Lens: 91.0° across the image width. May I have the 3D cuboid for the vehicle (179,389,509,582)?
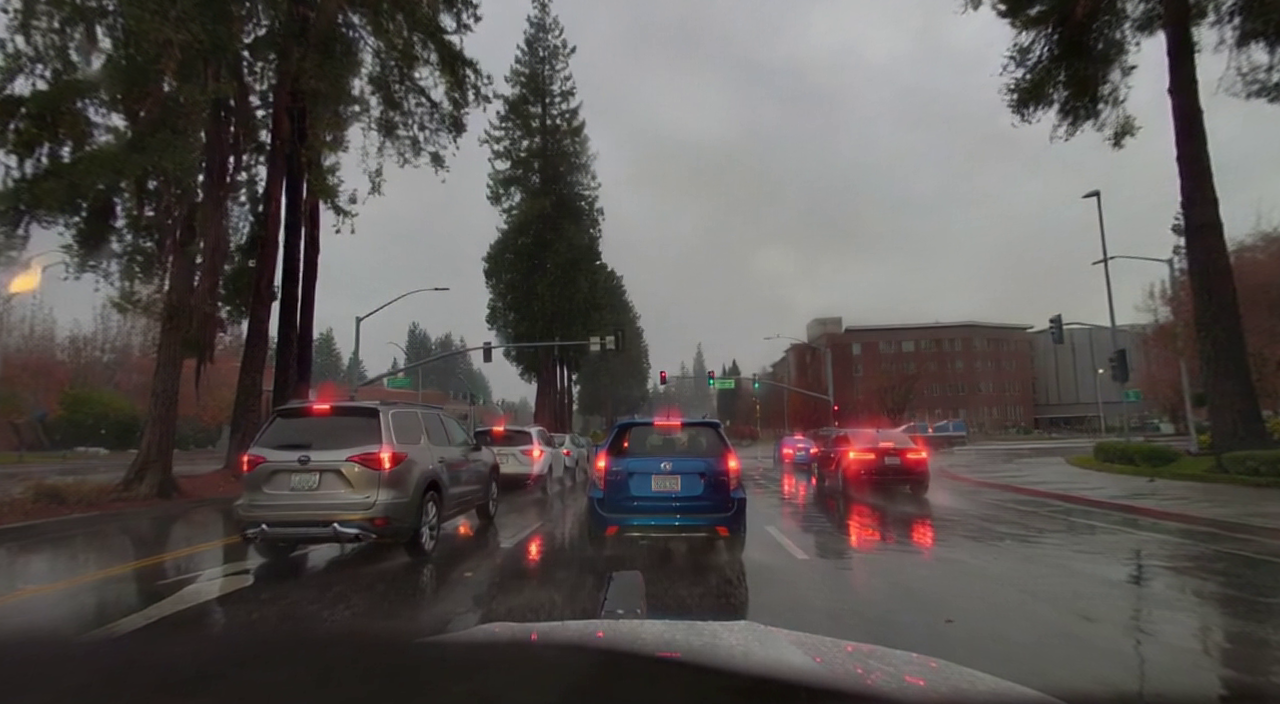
[{"bbox_3d":[-3.251,1.579,8.186,2.085,1.812,4.388,0,-8,1],"label":"vehicle"}]

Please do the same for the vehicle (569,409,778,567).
[{"bbox_3d":[0.378,1.748,8.780,2.189,1.649,4.171,0,-8,1],"label":"vehicle"}]

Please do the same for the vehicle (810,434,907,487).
[{"bbox_3d":[7.249,3.627,21.363,2.067,1.599,4.251,-1,-8,5],"label":"vehicle"}]
